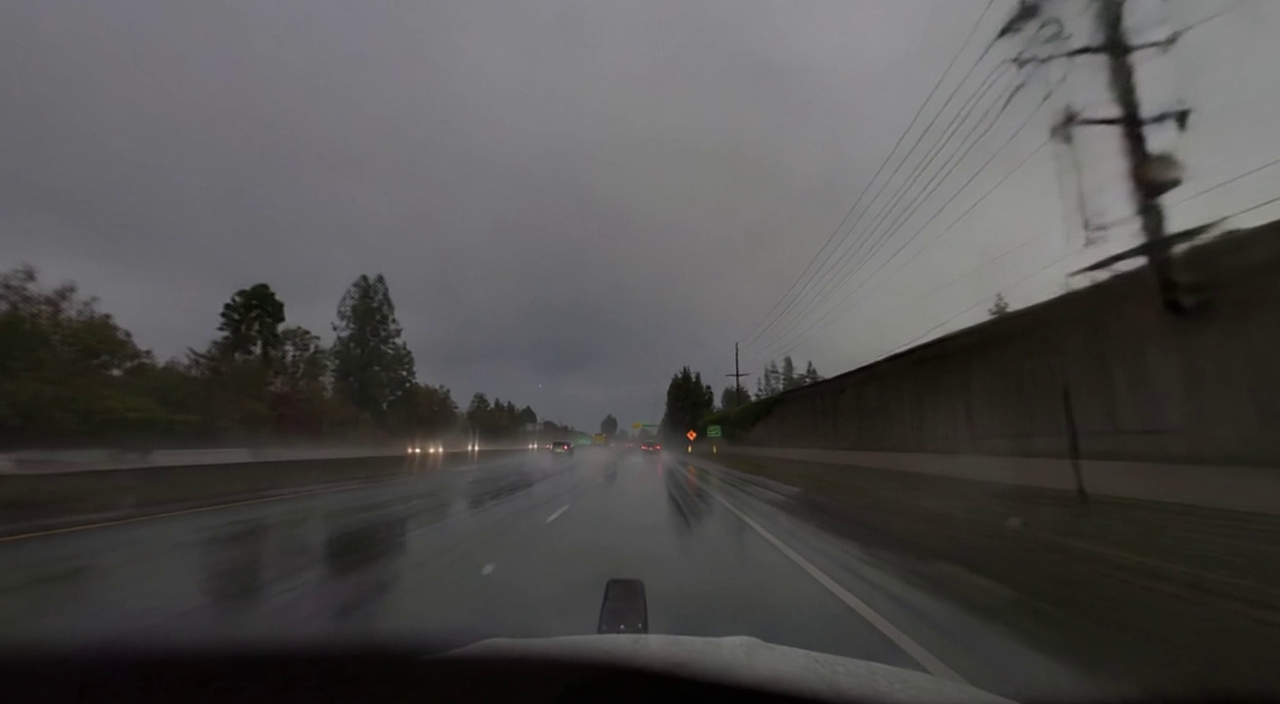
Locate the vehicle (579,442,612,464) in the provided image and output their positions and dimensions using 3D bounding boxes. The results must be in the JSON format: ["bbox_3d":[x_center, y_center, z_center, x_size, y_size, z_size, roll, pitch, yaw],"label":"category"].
[{"bbox_3d":[-3.201,7.393,46.150,2.046,1.478,4.111,0,-8,1],"label":"vehicle"}]

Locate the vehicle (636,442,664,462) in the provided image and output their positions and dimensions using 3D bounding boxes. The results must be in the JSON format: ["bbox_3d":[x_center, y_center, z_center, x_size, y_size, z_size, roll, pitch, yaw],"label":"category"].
[{"bbox_3d":[0.725,7.650,48.066,2.057,1.453,3.926,0,-8,0],"label":"vehicle"}]
